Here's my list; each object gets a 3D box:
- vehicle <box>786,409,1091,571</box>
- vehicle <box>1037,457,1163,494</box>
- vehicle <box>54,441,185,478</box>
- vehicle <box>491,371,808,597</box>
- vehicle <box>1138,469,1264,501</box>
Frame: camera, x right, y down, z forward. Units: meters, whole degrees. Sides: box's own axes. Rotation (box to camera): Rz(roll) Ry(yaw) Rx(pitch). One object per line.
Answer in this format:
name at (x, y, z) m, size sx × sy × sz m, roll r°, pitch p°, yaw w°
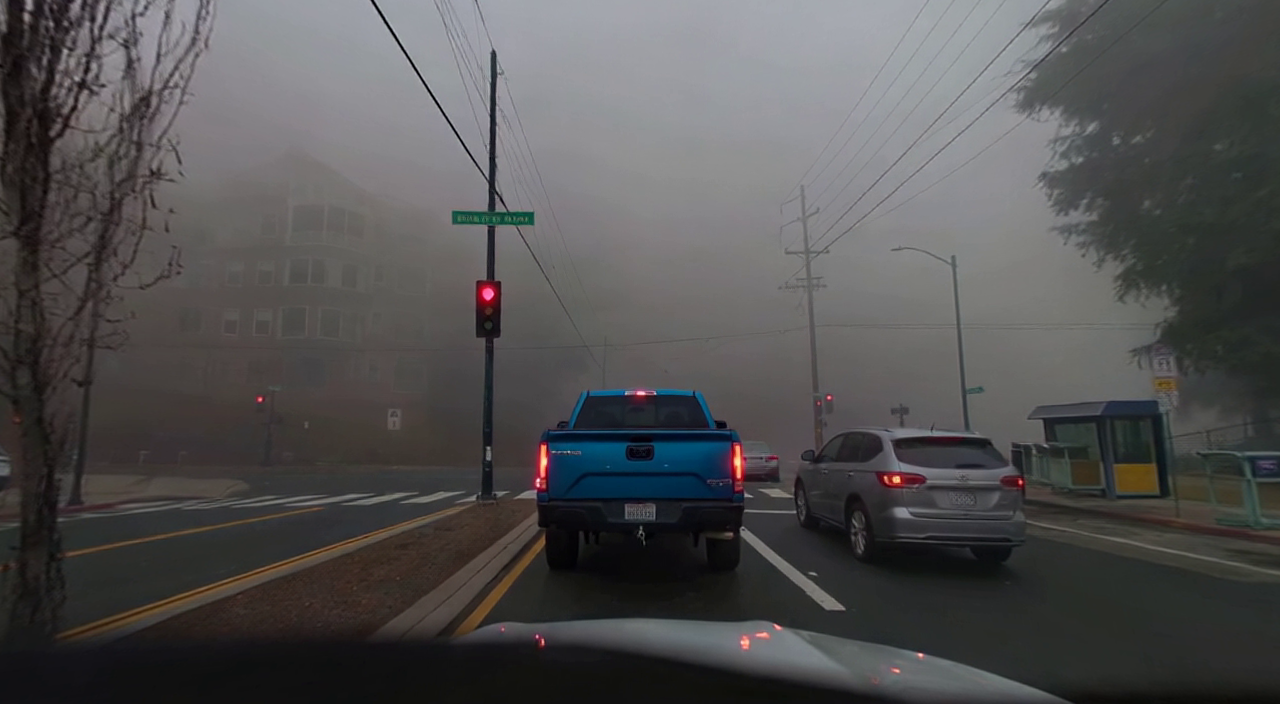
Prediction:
vehicle at (3.838, 1.862, 9.362) m, size 2.131 × 1.759 × 4.762 m, roll 0°, pitch -8°, yaw -1°
vehicle at (21.771, 5.845, 29.966) m, size 4.498 × 1.618 × 1.843 m, roll 0°, pitch -8°, yaw 0°
vehicle at (-24.860, 5.135, 30.199) m, size 4.563 × 1.692 × 1.778 m, roll 0°, pitch -8°, yaw -2°
vehicle at (0.109, 1.518, 8.086) m, size 2.738 × 1.959 × 5.070 m, roll 0°, pitch -8°, yaw 1°
vehicle at (26.400, 6.267, 29.780) m, size 4.071 × 1.388 × 1.884 m, roll 0°, pitch -8°, yaw 1°
